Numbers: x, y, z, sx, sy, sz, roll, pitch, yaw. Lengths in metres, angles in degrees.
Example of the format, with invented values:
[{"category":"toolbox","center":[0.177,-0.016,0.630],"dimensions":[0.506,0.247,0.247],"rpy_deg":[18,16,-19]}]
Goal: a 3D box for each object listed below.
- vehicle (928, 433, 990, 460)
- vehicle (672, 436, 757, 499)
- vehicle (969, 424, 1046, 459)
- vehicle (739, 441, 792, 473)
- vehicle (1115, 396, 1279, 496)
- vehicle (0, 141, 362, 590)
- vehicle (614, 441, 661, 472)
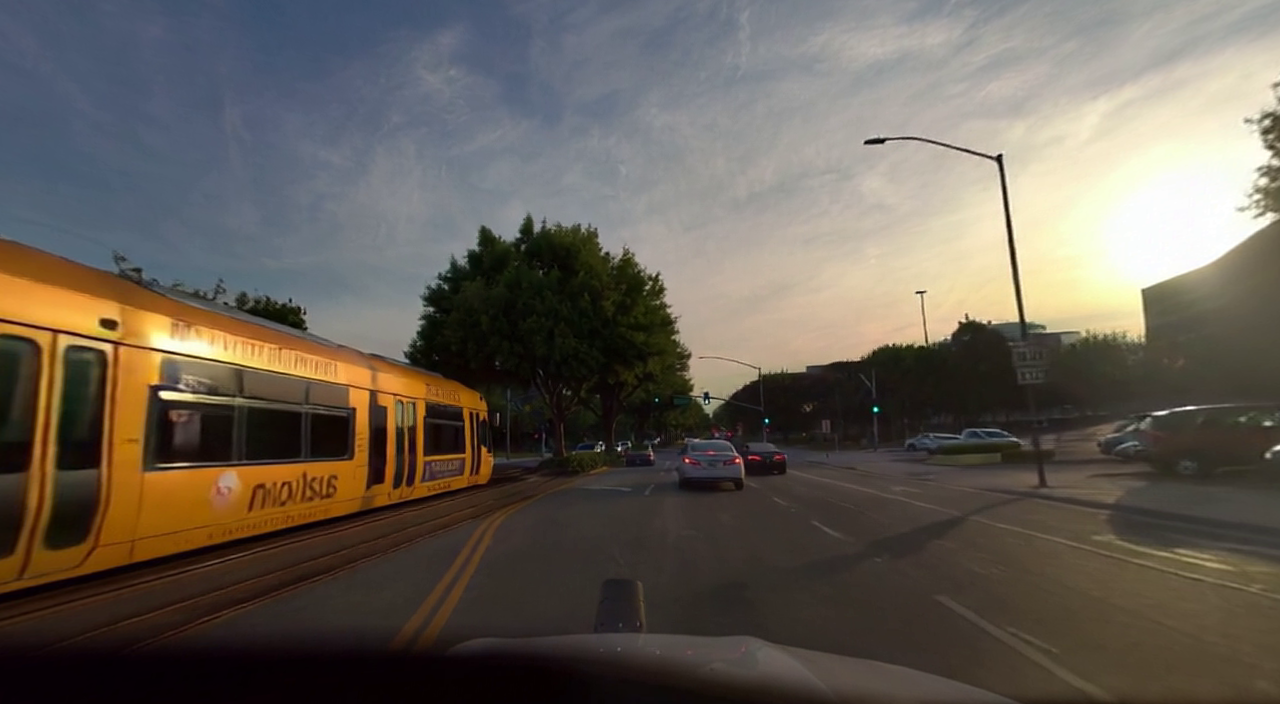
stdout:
[{"category":"vehicle","center":[19.265,5.726,38.377],"dimensions":[1.831,1.545,3.872],"rpy_deg":[0,-8,2]},{"category":"vehicle","center":[1.868,3.056,17.149],"dimensions":[2.002,1.471,4.337],"rpy_deg":[0,-8,3]},{"category":"vehicle","center":[21.735,5.322,37.593],"dimensions":[2.116,1.937,4.515],"rpy_deg":[-1,-8,5]},{"category":"vehicle","center":[6.107,5.154,31.231],"dimensions":[1.944,1.447,4.392],"rpy_deg":[0,-8,3]},{"category":"vehicle","center":[14.902,2.232,15.615],"dimensions":[2.221,2.116,5.535],"rpy_deg":[-2,-7,4]},{"category":"vehicle","center":[-6.816,0.008,4.428],"dimensions":[2.897,3.700,13.528],"rpy_deg":[-1,-7,4]},{"category":"vehicle","center":[-0.059,5.284,32.209],"dimensions":[2.118,1.478,4.076],"rpy_deg":[-1,-8,4]}]
